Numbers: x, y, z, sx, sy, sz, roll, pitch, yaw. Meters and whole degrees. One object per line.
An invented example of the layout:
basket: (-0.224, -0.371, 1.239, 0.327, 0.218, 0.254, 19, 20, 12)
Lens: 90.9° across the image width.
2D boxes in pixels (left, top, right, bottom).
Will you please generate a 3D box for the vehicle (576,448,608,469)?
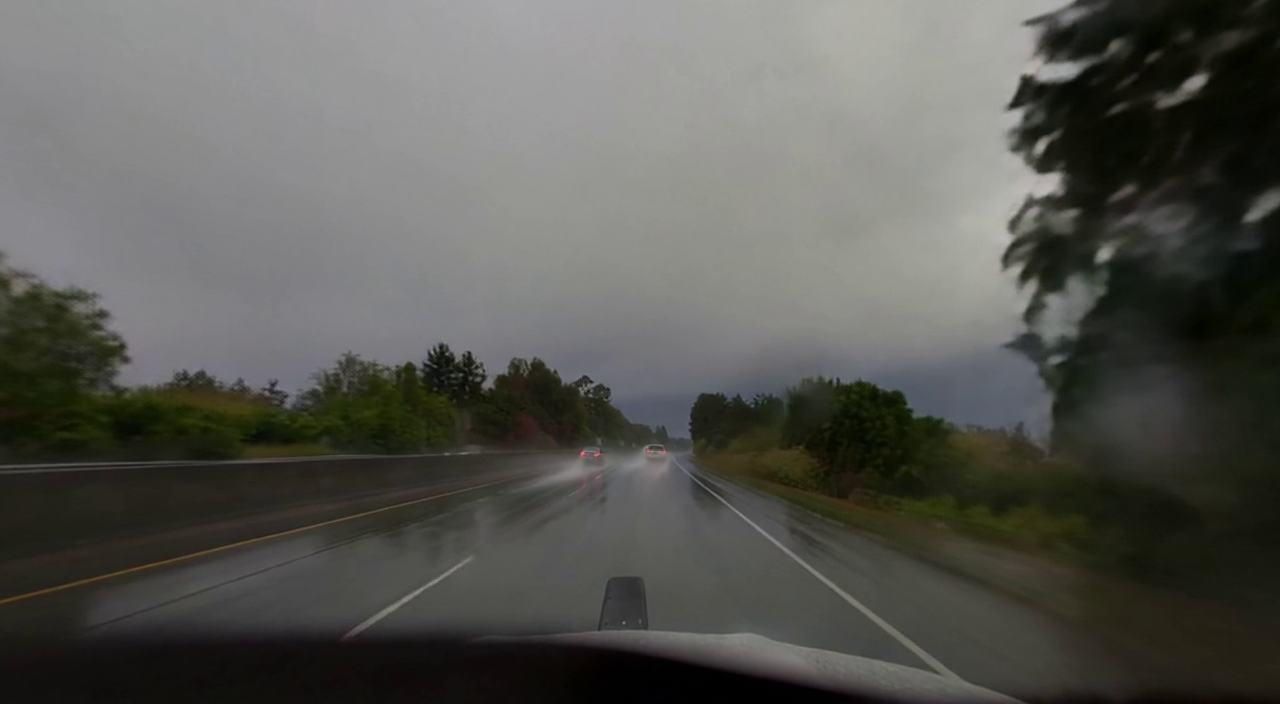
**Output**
vehicle: (-3.518, 7.863, 46.757, 2.033, 1.449, 3.957, 0, -9, 1)
